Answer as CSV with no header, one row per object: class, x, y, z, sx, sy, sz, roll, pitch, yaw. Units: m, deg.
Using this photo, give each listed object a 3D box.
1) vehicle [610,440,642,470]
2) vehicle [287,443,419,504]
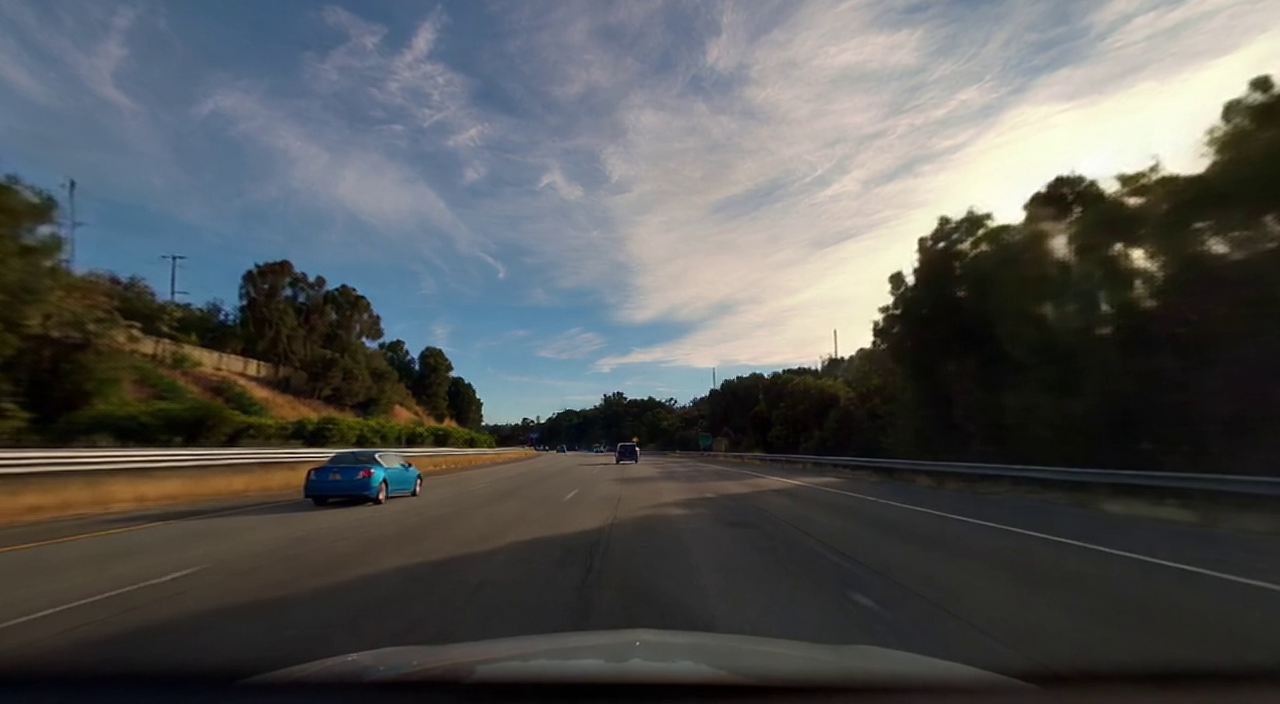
vehicle,-0.995,6.882,42.224,1.990,1.878,4.079,0,-9,-3
vehicle,-7.750,3.286,17.536,1.915,1.479,3.843,0,-9,-1
